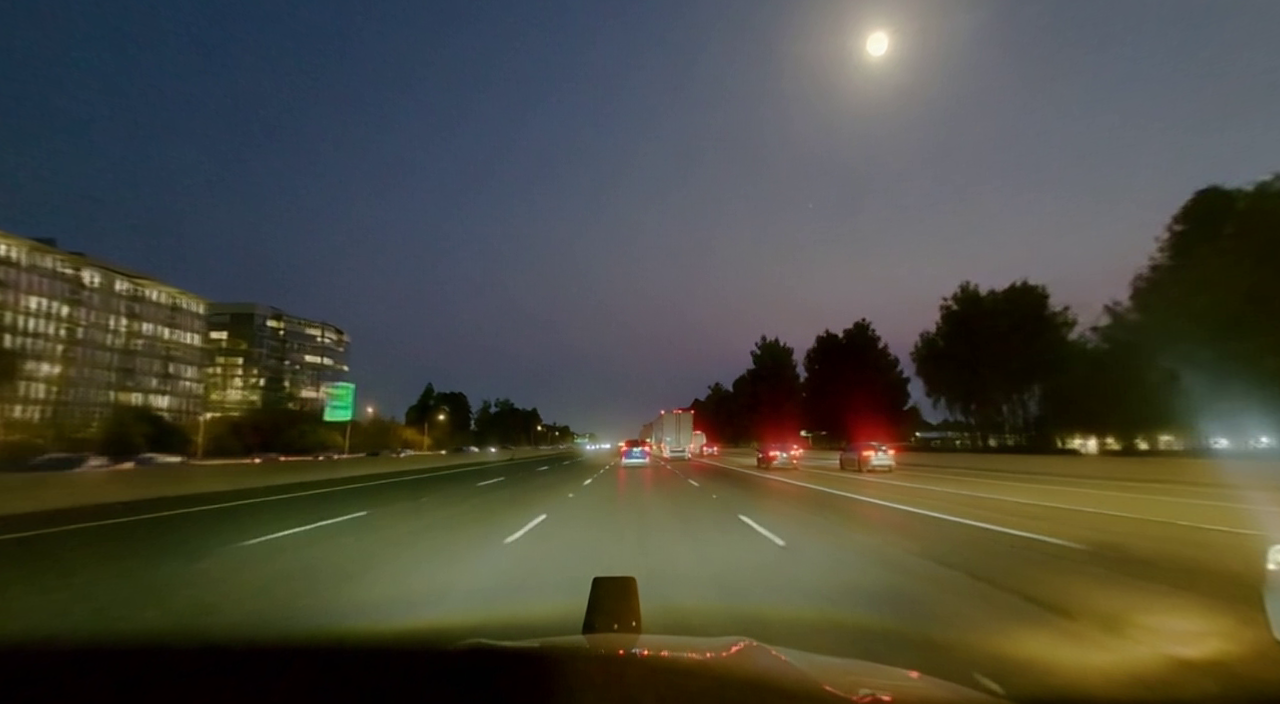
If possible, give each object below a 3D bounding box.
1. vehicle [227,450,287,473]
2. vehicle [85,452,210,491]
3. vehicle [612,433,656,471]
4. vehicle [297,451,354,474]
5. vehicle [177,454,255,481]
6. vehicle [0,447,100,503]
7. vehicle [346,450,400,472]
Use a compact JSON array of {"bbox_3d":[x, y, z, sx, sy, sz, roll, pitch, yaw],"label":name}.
[{"bbox_3d":[-29.967,8.547,49.550,1.904,1.592,4.520,0,-8,-1],"label":"vehicle"},{"bbox_3d":[-21.968,5.319,28.497,1.863,1.464,4.703,0,-8,0],"label":"vehicle"},{"bbox_3d":[-0.331,5.542,35.190,2.297,1.912,4.355,0,-8,-1],"label":"vehicle"},{"bbox_3d":[-22.120,7.765,44.662,1.795,1.438,4.403,0,-8,0],"label":"vehicle"},{"bbox_3d":[-25.583,6.948,38.347,1.777,1.412,4.314,0,-8,-1],"label":"vehicle"},{"bbox_3d":[-18.582,3.542,18.367,1.889,1.525,4.375,0,-8,0],"label":"vehicle"},{"bbox_3d":[-18.688,7.636,44.418,1.898,1.438,4.179,0,-8,1],"label":"vehicle"}]
